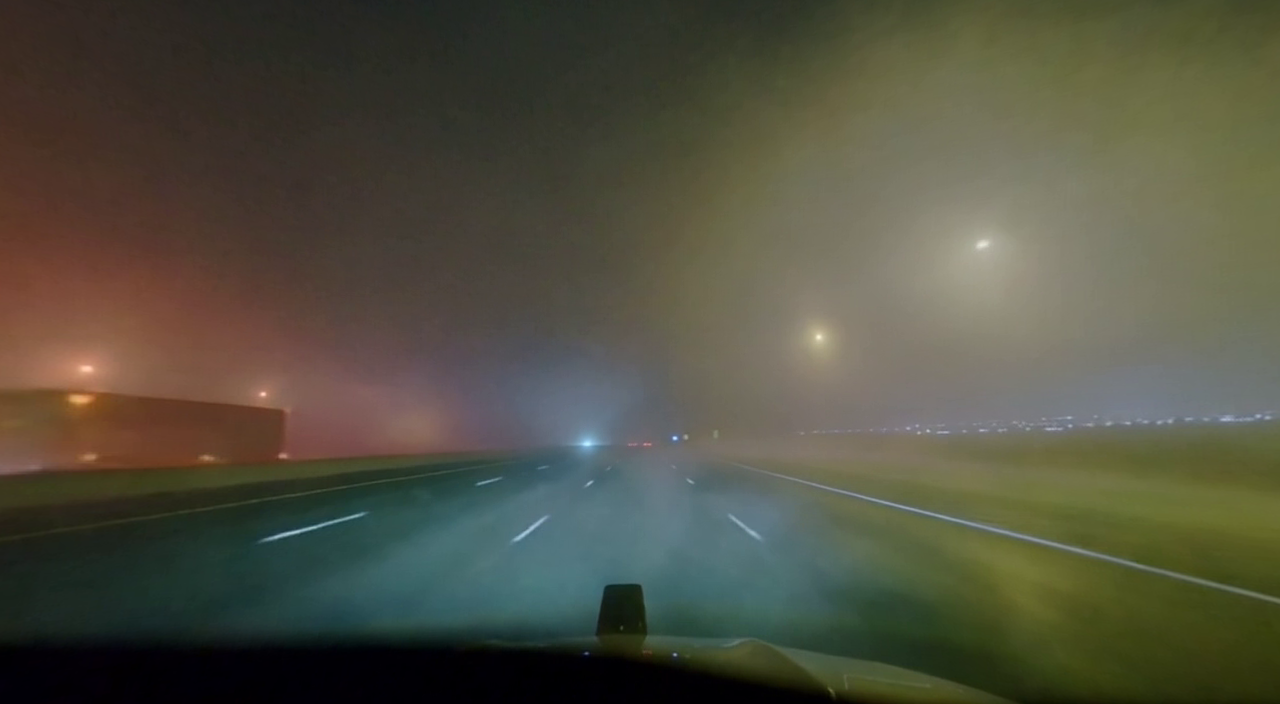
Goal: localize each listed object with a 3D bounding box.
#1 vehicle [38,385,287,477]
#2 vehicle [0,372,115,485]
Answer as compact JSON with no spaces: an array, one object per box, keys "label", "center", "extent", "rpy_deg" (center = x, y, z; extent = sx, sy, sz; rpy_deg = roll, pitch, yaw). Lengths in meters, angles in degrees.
[{"label":"vehicle","center":[-23.360,4.209,32.563],"extent":[2.818,3.806,12.794],"rpy_deg":[0,-8,0]},{"label":"vehicle","center":[-23.330,2.824,22.872],"extent":[3.270,3.762,5.908],"rpy_deg":[0,-8,0]}]
